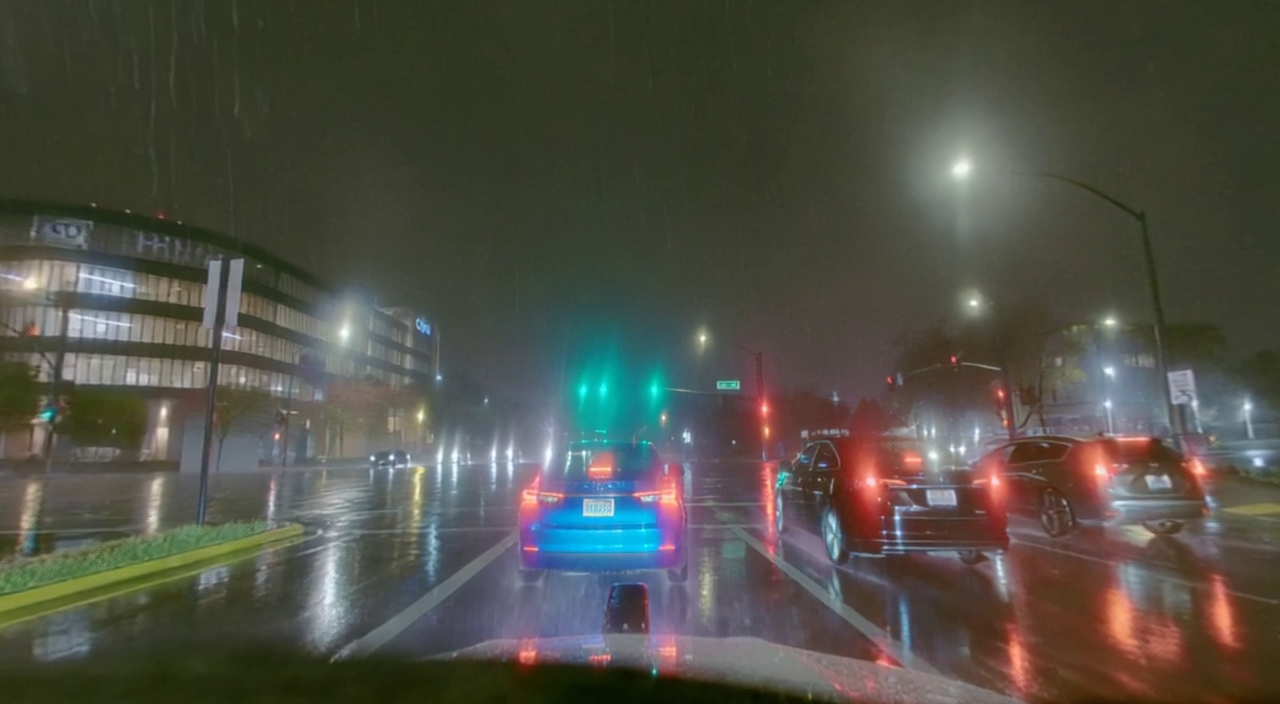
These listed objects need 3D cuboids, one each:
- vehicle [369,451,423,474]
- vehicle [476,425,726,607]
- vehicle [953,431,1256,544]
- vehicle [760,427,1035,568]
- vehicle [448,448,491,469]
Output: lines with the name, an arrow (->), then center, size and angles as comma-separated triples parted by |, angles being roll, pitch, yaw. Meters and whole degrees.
vehicle -> -16.994, 7.702, 44.141 | 2.048, 1.463, 4.530 | 0, -8, -1
vehicle -> -0.371, 1.655, 7.290 | 2.059, 1.477, 3.988 | 0, -8, -1
vehicle -> 7.440, 2.167, 10.791 | 1.908, 1.517, 4.182 | 0, -8, -1
vehicle -> 3.212, 1.890, 8.973 | 2.042, 1.508, 4.109 | 0, -8, -2
vehicle -> -13.082, 8.199, 48.729 | 2.049, 1.483, 4.407 | 0, -8, 1
